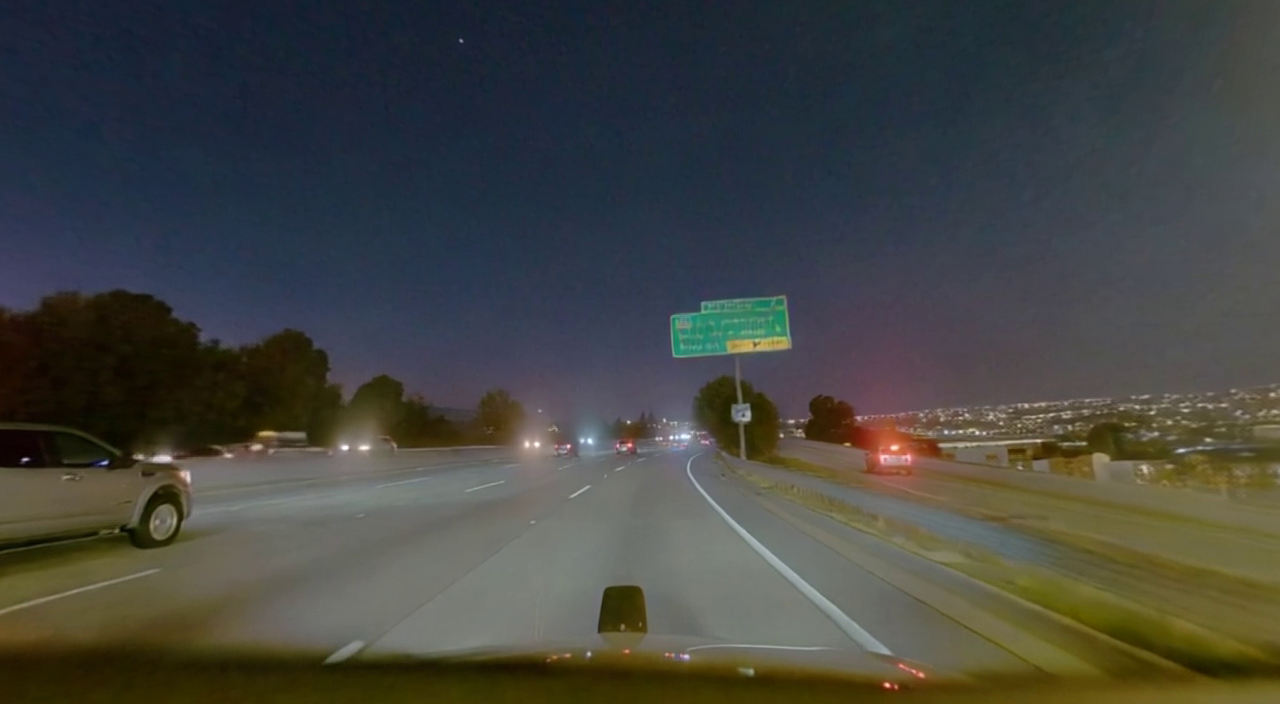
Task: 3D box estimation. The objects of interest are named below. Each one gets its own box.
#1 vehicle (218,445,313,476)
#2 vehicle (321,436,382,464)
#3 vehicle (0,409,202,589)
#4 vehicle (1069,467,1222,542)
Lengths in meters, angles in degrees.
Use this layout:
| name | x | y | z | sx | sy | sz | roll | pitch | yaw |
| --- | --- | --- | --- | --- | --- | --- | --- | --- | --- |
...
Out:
| name | x | y | z | sx | sy | sz | roll | pitch | yaw |
| --- | --- | --- | --- | --- | --- | --- | --- | --- | --- |
| vehicle | -18.835 | 5.430 | 31.988 | 1.906 | 1.444 | 4.365 | -1 | -8 | 4 |
| vehicle | -21.373 | 7.288 | 46.999 | 1.974 | 1.907 | 4.816 | -1 | -8 | 5 |
| vehicle | -6.806 | 1.359 | 5.876 | 1.923 | 1.630 | 4.857 | 0 | -8 | 1 |
| vehicle | 27.260 | 8.164 | 34.549 | 2.749 | 3.380 | 6.690 | 0 | -8 | 1 |
